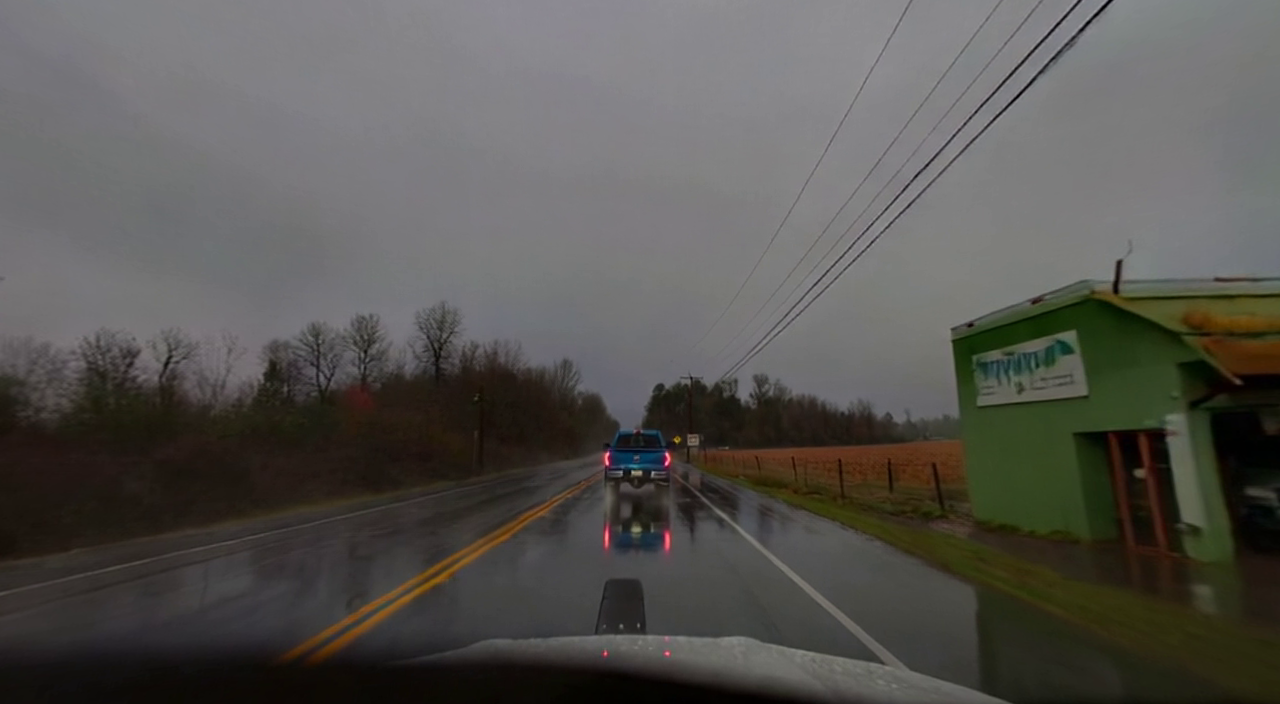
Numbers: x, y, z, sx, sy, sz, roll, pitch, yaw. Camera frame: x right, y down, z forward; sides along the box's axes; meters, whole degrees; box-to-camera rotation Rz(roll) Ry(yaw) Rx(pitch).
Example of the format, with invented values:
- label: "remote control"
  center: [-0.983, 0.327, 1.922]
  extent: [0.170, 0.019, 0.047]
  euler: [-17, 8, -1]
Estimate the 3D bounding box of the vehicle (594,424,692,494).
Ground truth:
- label: "vehicle"
  center: [0.057, 3.713, 22.483]
  extent: [2.921, 2.031, 7.416]
  euler: [0, -8, 0]
